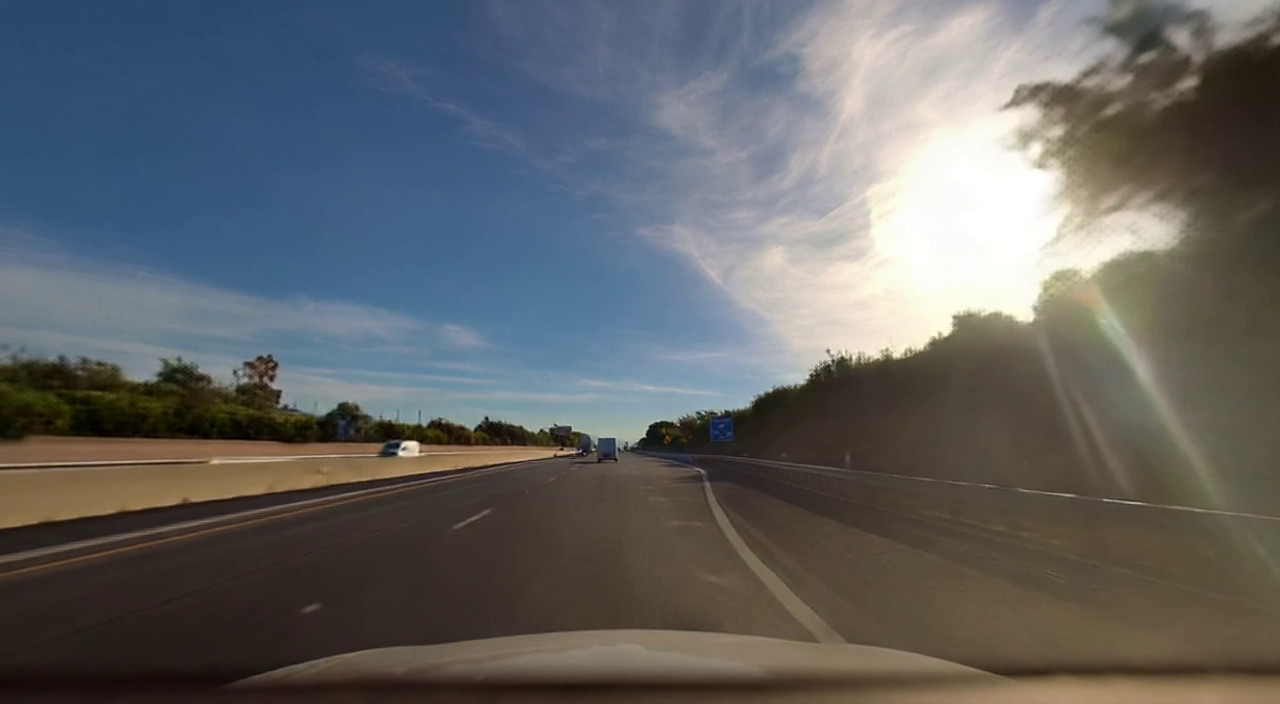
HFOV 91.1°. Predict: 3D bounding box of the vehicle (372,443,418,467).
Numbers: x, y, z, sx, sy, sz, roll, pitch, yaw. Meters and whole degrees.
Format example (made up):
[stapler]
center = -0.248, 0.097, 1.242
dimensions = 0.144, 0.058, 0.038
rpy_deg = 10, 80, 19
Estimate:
[vehicle]
center = -19.361, 8.128, 49.855
dimensions = 1.982, 1.775, 4.245
rpy_deg = 0, -9, -2
